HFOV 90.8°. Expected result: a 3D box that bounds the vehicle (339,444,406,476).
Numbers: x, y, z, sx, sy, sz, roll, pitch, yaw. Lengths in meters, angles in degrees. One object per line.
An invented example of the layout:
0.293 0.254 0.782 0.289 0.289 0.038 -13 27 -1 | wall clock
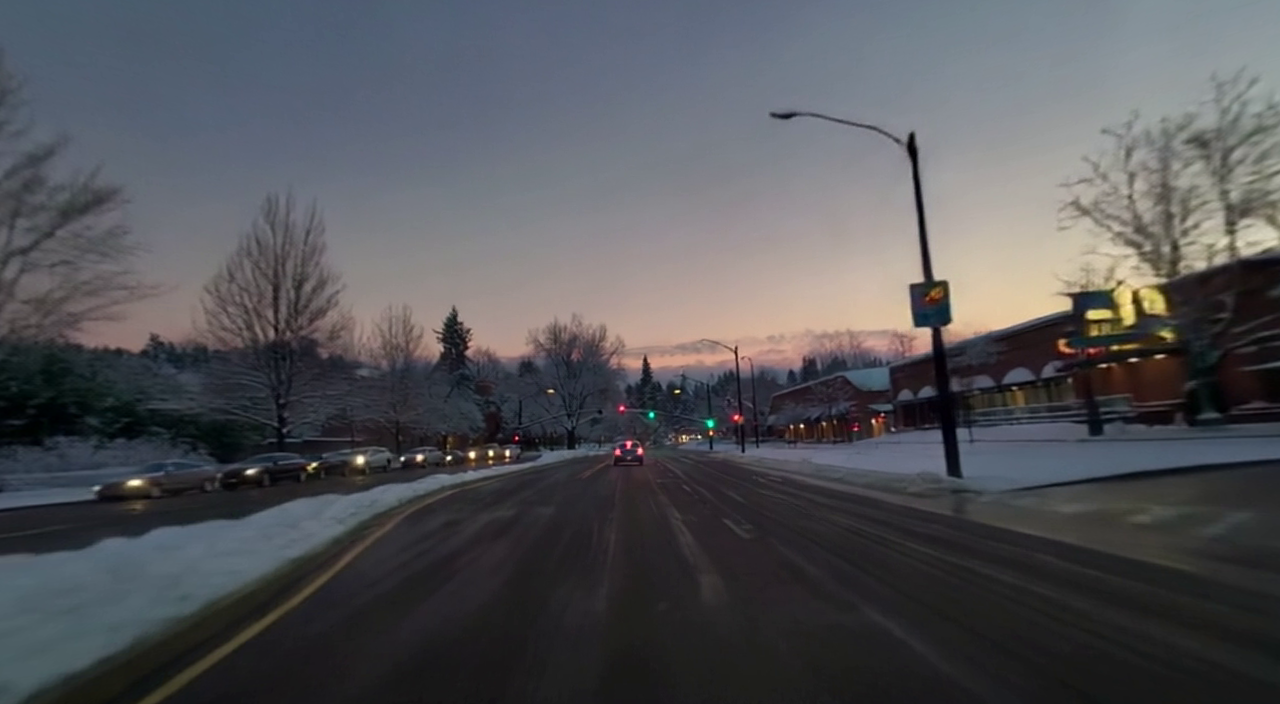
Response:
-15.826 6.412 37.570 1.981 1.755 4.113 -1 -9 3 | vehicle

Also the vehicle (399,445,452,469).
-15.911 7.785 47.156 2.130 1.692 4.734 -1 -9 2 | vehicle

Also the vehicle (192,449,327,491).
-15.680 4.871 26.468 2.098 1.524 5.102 -1 -9 6 | vehicle

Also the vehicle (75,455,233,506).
-15.856 4.175 20.996 1.792 1.413 4.452 0 -9 -2 | vehicle

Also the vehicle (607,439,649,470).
-0.615 5.335 33.146 2.045 1.510 3.690 0 -9 -1 | vehicle
